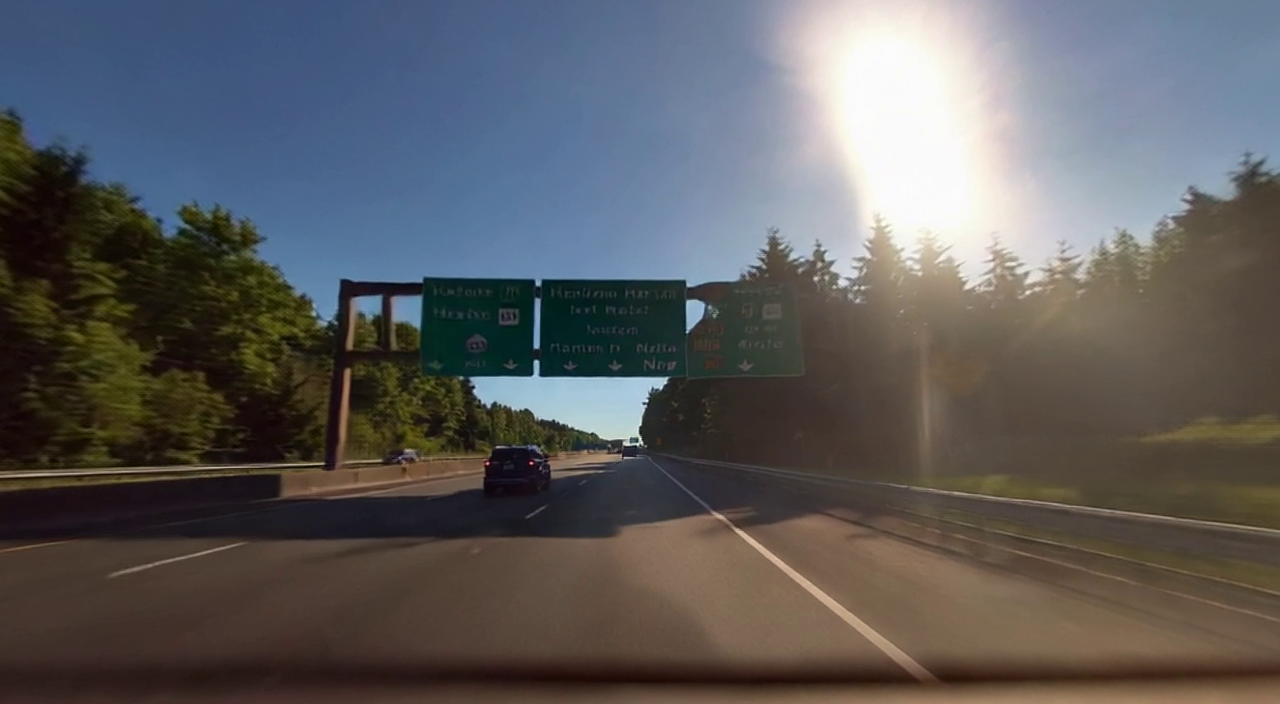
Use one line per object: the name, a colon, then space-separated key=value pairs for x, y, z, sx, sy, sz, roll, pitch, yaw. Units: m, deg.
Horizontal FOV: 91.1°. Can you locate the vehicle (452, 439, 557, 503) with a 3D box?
vehicle: x=-3.816 y=3.440 z=18.575 sx=2.104 sy=1.626 sz=4.283 roll=-1 pitch=-9 yaw=1
